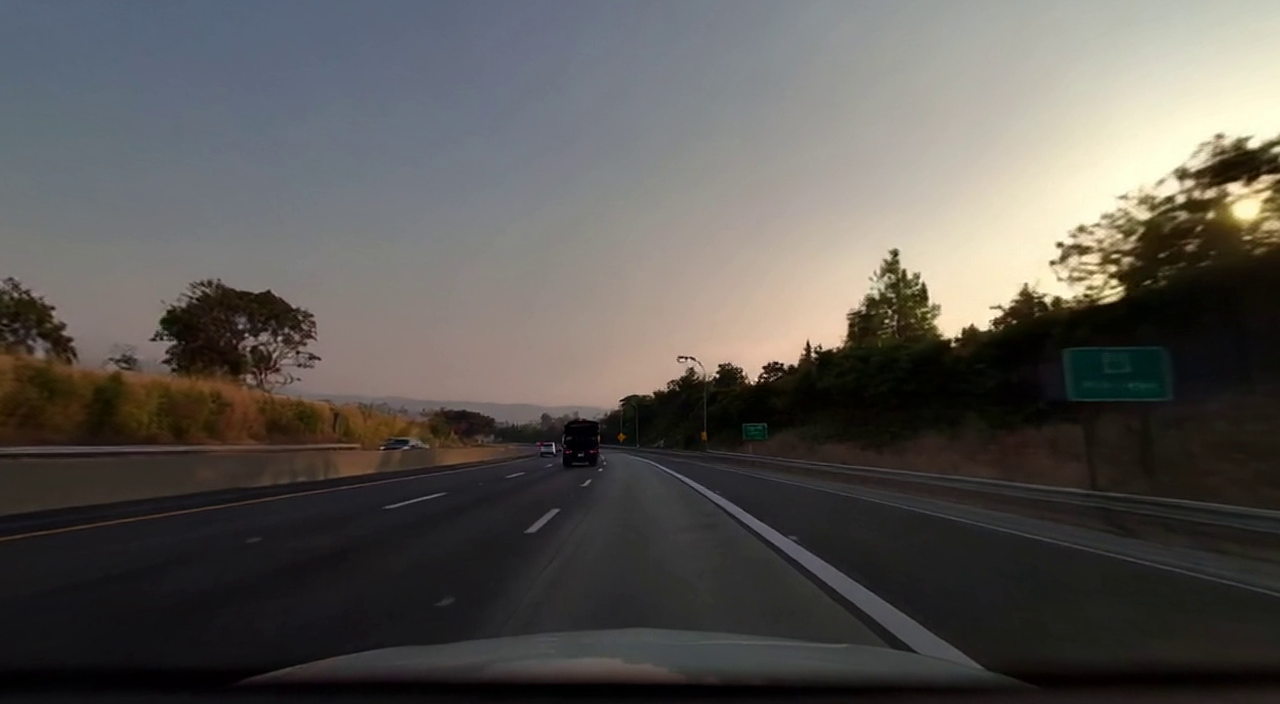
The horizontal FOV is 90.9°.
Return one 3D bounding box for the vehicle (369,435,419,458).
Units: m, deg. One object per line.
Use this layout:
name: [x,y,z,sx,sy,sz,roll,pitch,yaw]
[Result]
vehicle: [-19.351,7.466,49.812,2.093,1.664,4.978,0,-8,-3]
